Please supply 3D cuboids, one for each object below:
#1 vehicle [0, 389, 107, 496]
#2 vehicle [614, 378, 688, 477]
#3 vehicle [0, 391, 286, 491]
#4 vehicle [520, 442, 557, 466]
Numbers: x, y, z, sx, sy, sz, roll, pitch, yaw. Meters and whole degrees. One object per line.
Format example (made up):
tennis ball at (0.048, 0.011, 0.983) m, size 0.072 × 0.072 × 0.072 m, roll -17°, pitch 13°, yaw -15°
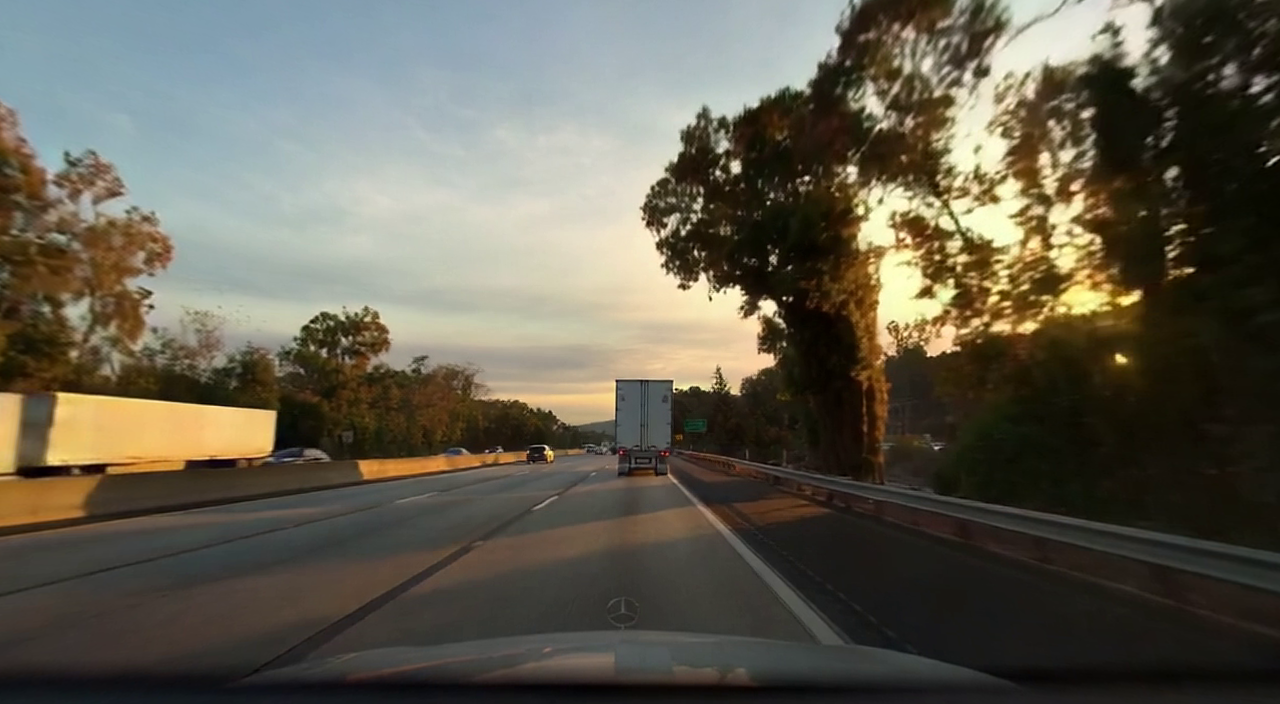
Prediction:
vehicle at (-25.596, 3.479, 24.098) m, size 2.959 × 3.986 × 8.233 m, roll 0°, pitch -9°, yaw 0°
vehicle at (0.386, 3.984, 31.986) m, size 3.052 × 4.132 × 11.336 m, roll 0°, pitch -9°, yaw -1°
vehicle at (-25.585, 4.896, 34.423) m, size 2.947 × 4.153 × 16.224 m, roll 0°, pitch -9°, yaw 0°
vehicle at (-7.558, 7.626, 47.286) m, size 2.066 × 1.674 × 4.423 m, roll 0°, pitch -8°, yaw 0°
